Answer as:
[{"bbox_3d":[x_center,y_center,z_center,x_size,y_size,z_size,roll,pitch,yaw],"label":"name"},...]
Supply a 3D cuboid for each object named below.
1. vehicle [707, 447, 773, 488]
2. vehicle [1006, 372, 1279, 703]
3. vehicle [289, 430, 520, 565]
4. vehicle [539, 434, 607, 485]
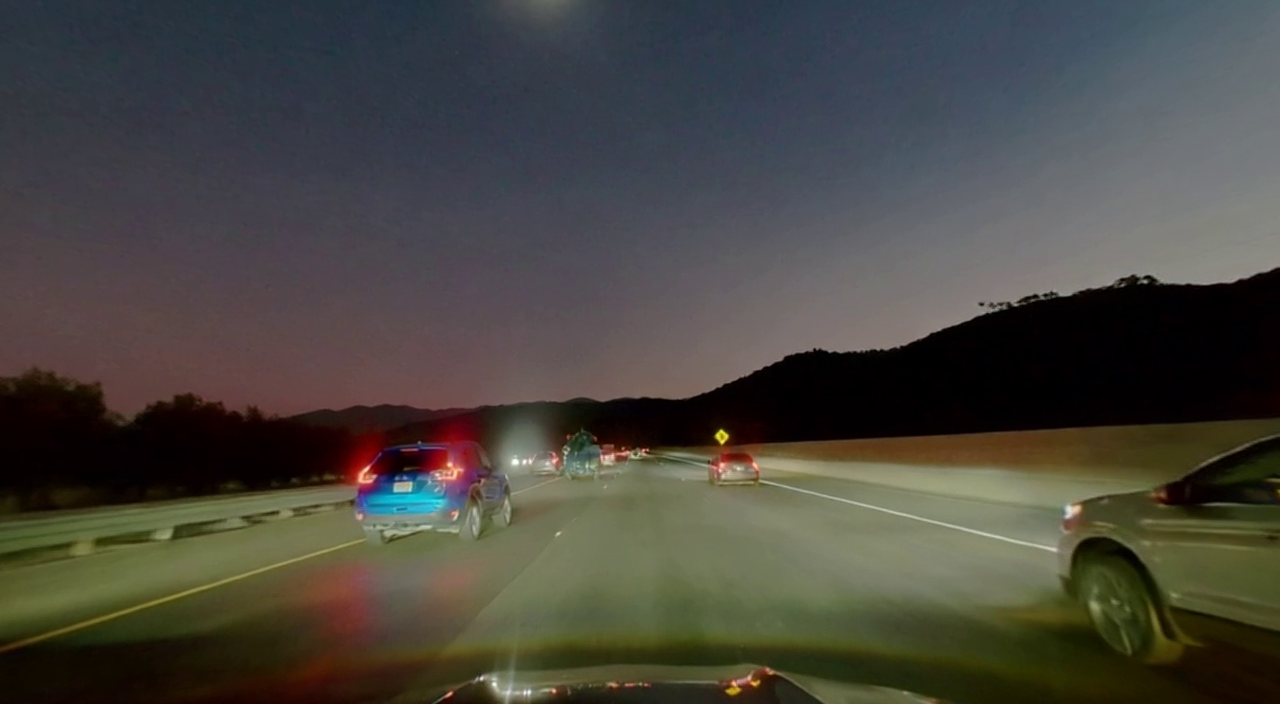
[{"bbox_3d":[4.236,4.954,27.418,2.071,1.570,4.637,0,-9,0],"label":"vehicle"},{"bbox_3d":[3.877,0.903,2.520,2.066,1.696,4.604,0,-9,1],"label":"vehicle"},{"bbox_3d":[-3.455,2.203,10.307,2.080,1.716,4.207,0,-9,1],"label":"vehicle"},{"bbox_3d":[-2.972,4.960,29.388,2.494,2.136,5.539,0,-9,1],"label":"vehicle"}]
